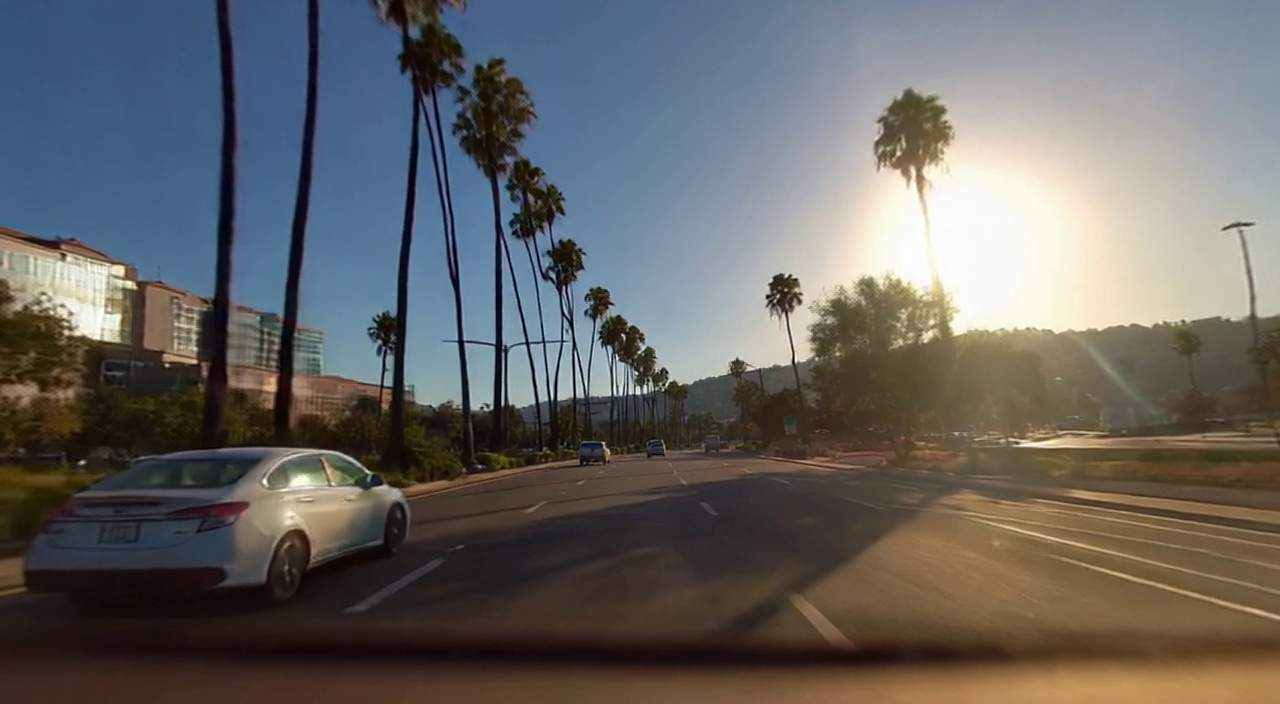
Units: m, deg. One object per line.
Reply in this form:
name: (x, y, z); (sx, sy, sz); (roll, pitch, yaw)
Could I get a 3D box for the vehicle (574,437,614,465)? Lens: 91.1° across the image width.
vehicle: (-3.151, 6.959, 44.186); (2.188, 1.819, 4.667); (-1, -8, 4)

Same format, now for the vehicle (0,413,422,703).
vehicle: (-3.797, 1.395, 5.456); (2.036, 1.478, 4.771); (0, -8, 1)
